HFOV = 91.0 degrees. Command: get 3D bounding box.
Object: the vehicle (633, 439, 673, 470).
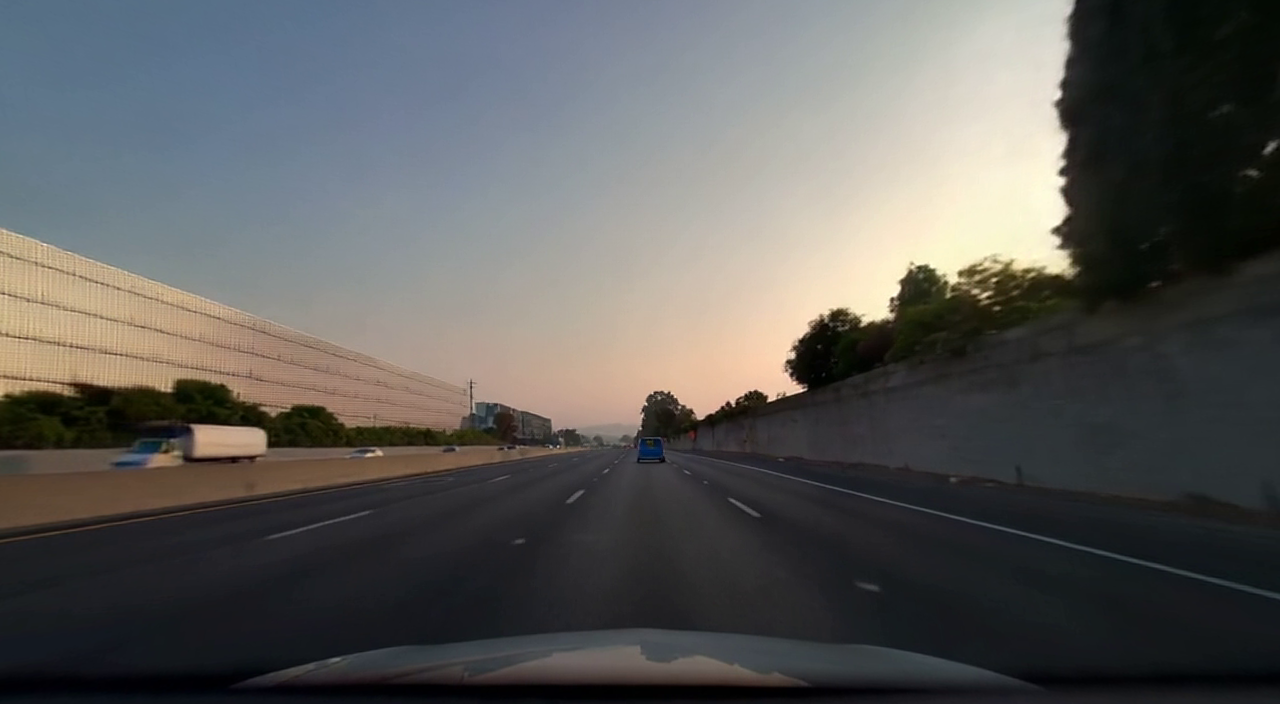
[{"bbox_3d":[0.622,5.332,32.943,1.997,1.484,3.409,0,-8,0],"label":"vehicle"}]
